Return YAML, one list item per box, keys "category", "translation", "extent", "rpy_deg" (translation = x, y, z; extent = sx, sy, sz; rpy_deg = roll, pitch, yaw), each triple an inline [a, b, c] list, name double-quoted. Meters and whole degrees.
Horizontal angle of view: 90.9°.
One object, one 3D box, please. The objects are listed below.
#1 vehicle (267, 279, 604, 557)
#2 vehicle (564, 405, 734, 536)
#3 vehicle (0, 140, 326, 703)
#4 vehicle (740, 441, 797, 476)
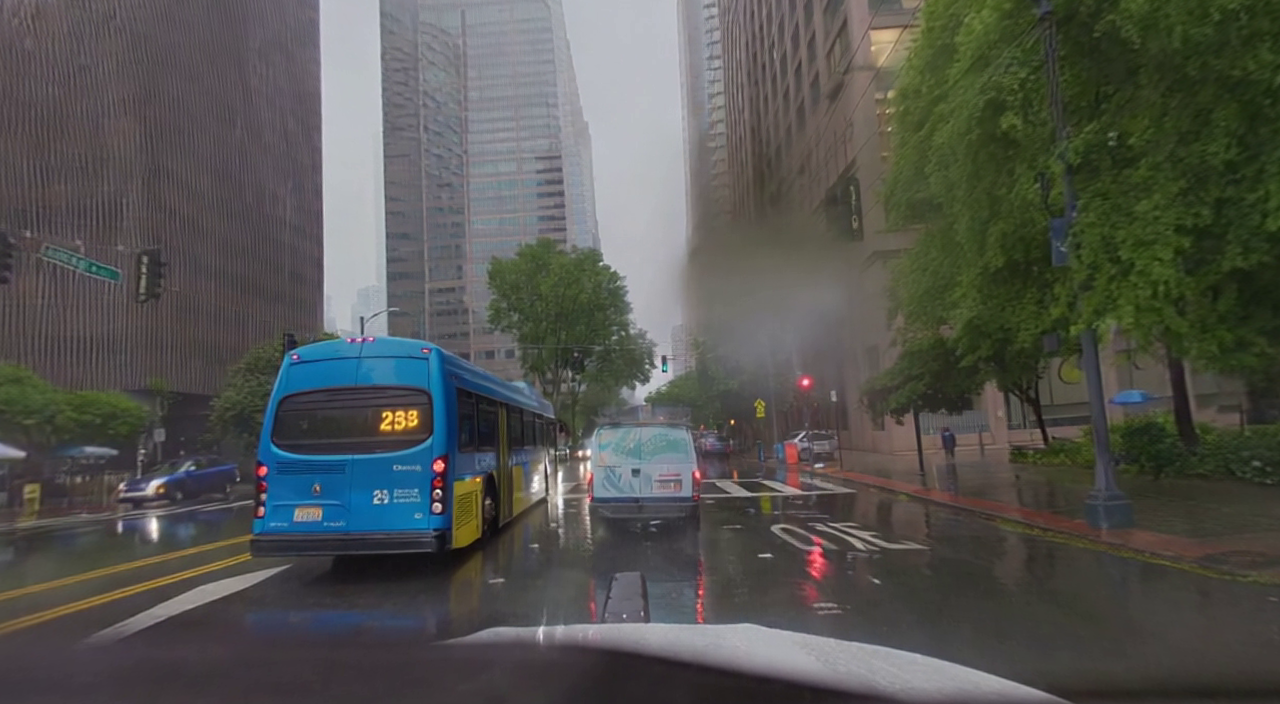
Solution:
- category: "vehicle"
  translation: [-2.883, 1.796, 14.628]
  extent: [3.042, 3.445, 13.615]
  rpy_deg: [0, -9, 1]
- category: "vehicle"
  translation: [0.142, 2.081, 11.545]
  extent: [2.500, 1.912, 4.270]
  rpy_deg: [0, -9, 0]
- category: "vehicle"
  translation: [-2.751, 0.332, 0.219]
  extent: [2.329, 2.089, 5.659]
  rpy_deg: [0, -9, 0]
- category: "vehicle"
  translation: [6.127, 5.105, 30.488]
  extent: [1.919, 1.529, 4.059]
  rpy_deg: [0, -9, 0]
